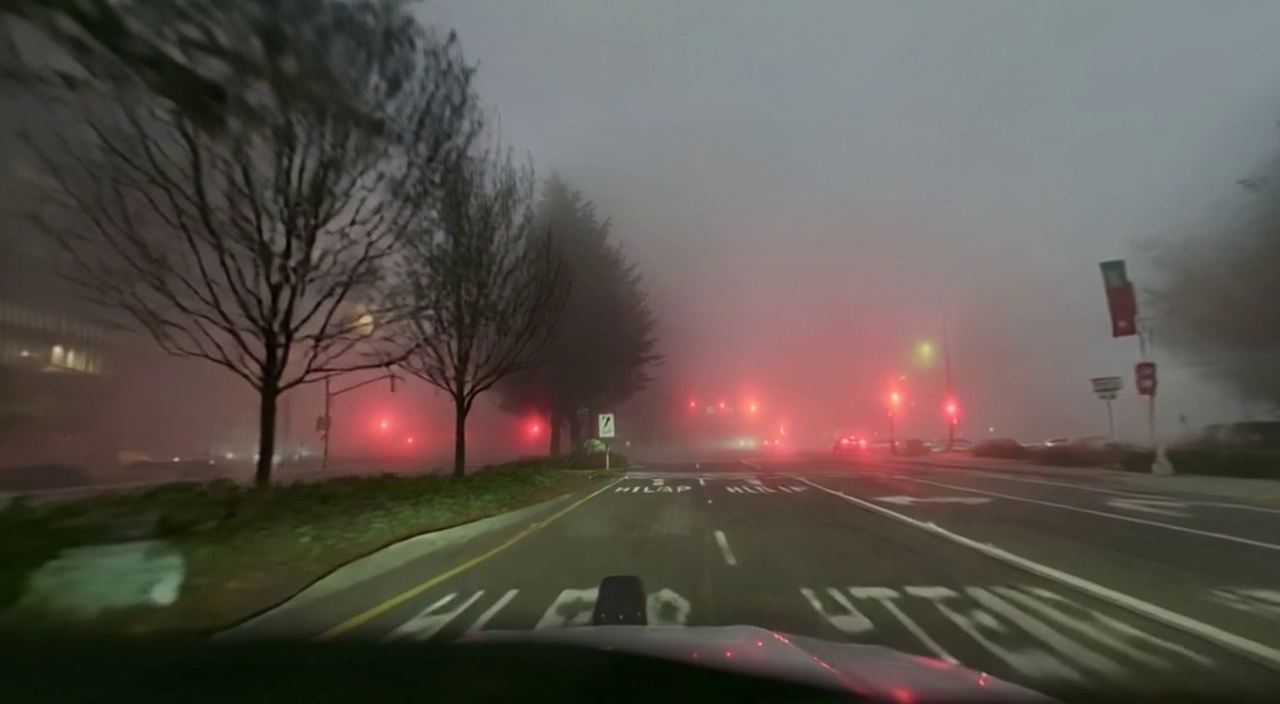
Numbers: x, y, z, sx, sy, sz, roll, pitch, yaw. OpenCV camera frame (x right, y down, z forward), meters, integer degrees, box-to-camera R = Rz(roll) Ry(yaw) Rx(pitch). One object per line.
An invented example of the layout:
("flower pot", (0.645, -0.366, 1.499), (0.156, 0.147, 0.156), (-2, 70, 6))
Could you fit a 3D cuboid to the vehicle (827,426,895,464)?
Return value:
("vehicle", (11.668, 4.966, 33.680), (2.156, 1.881, 4.743), (-1, -9, 4))
